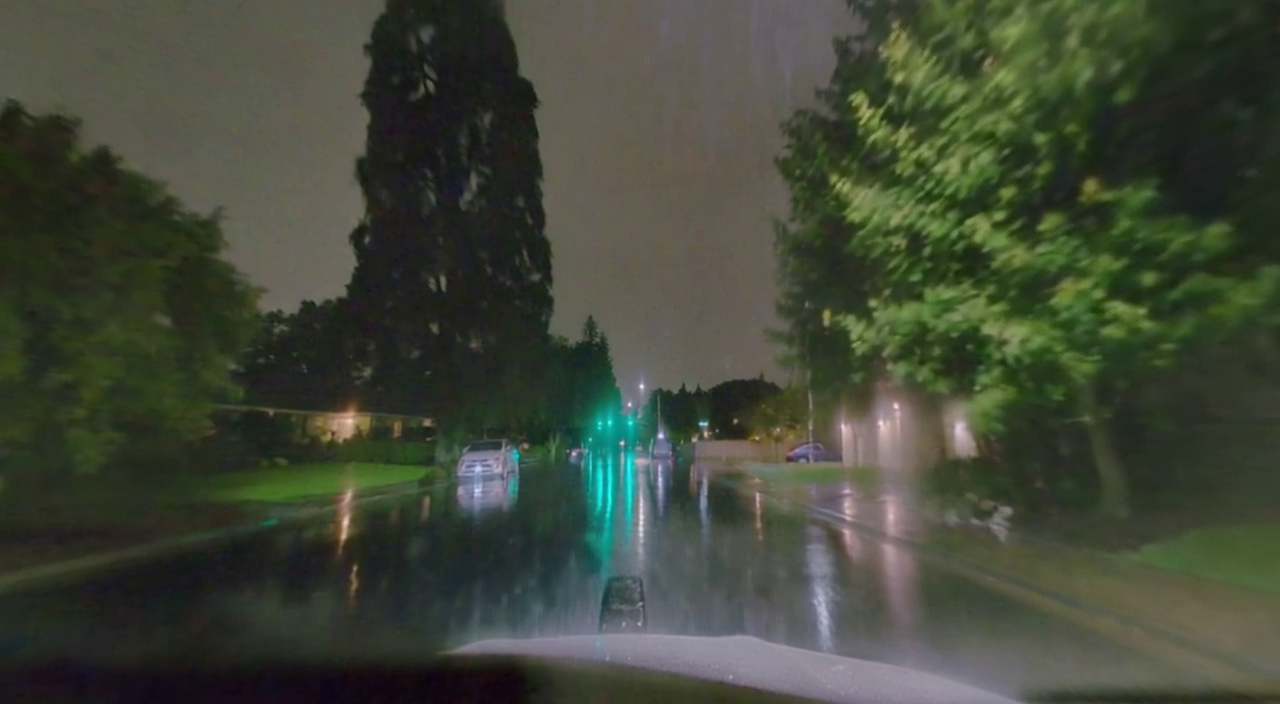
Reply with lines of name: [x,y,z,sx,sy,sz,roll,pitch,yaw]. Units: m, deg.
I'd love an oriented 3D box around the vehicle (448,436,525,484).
vehicle: [-6.119,4.343,25.588,1.998,1.742,4.210,0,-8,1]

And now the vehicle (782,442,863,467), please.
vehicle: [12.160,6.832,42.002,4.708,1.527,2.113,0,-8,-9]
